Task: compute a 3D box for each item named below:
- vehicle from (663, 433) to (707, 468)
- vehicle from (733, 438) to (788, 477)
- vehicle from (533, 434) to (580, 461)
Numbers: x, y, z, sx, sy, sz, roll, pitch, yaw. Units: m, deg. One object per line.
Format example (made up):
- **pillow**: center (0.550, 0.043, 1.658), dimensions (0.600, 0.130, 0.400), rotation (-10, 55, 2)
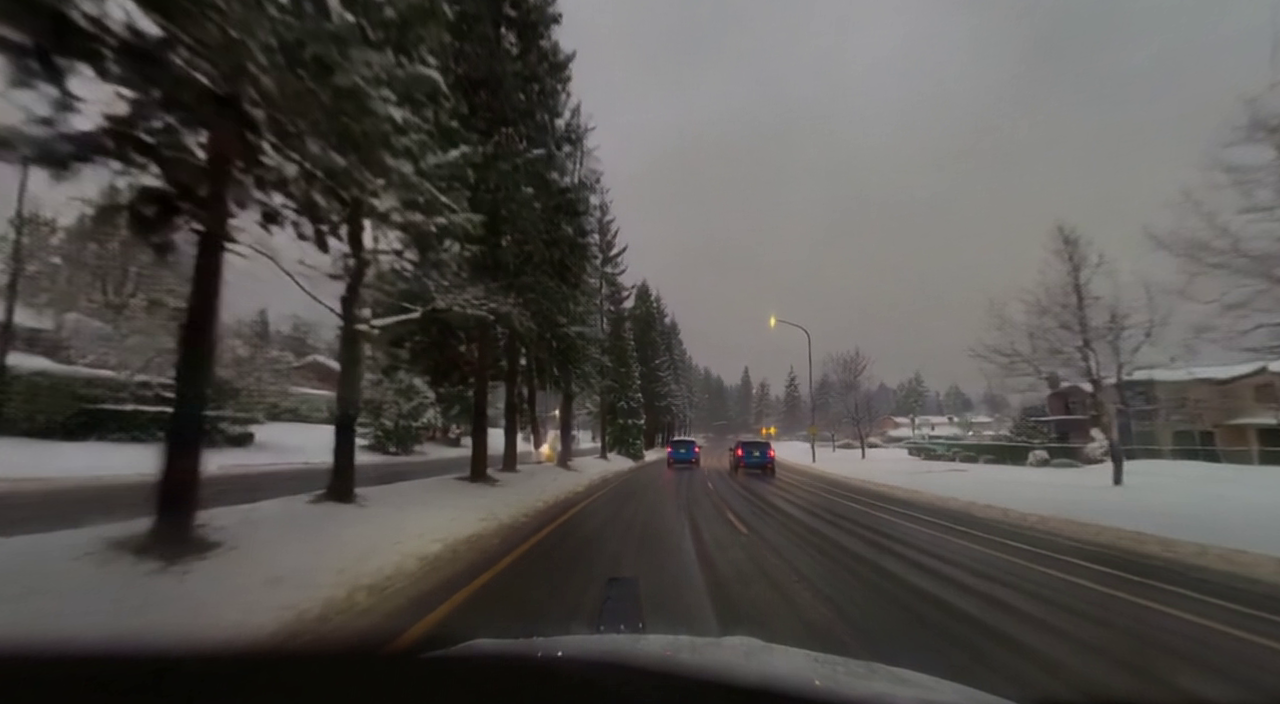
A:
- **vehicle**: center (2.602, 5.530, 35.390), dimensions (2.251, 1.822, 4.391), rotation (-1, -9, 7)
- **vehicle**: center (5.481, 4.839, 29.059), dimensions (1.971, 1.663, 4.287), rotation (-1, -9, 5)
- **vehicle**: center (-5.540, 6.423, 42.217), dimensions (1.981, 1.652, 4.609), rotation (-1, -9, 7)
